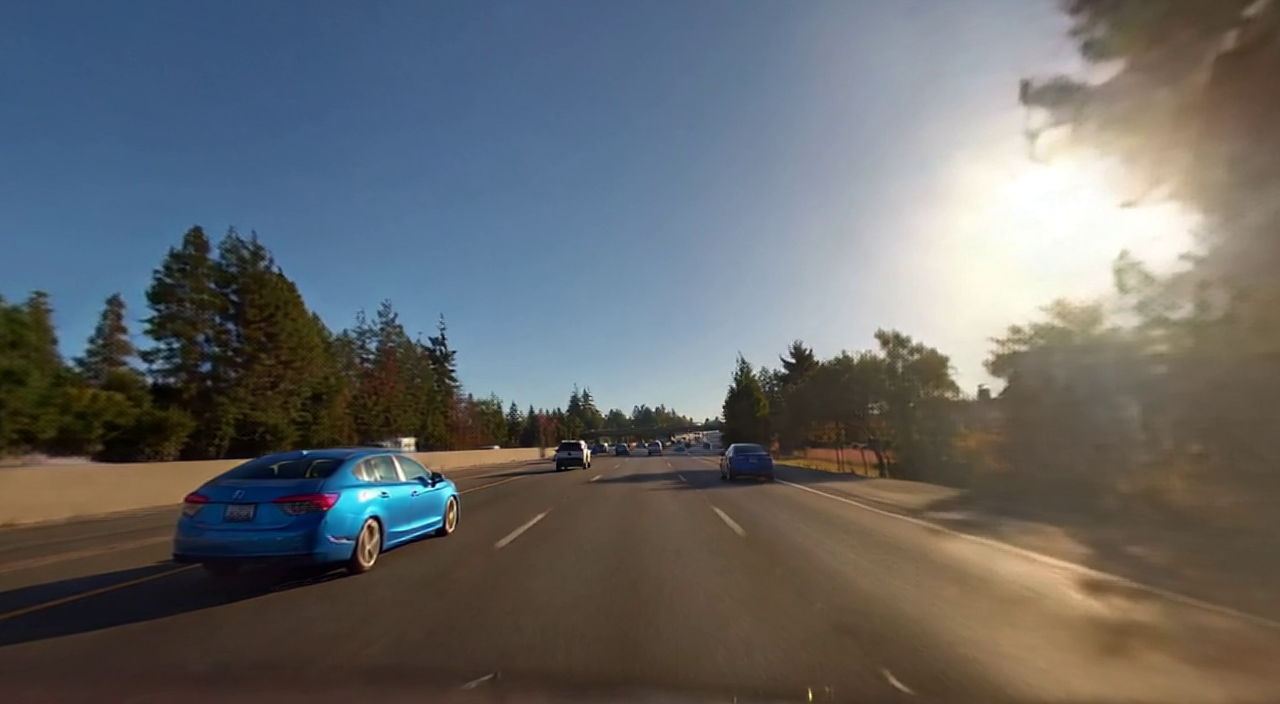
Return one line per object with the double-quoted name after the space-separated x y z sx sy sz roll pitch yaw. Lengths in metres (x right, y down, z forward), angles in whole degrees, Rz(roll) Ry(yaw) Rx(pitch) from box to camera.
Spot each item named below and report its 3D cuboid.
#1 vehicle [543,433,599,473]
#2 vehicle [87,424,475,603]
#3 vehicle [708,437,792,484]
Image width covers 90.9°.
-3.313 4.962 31.184 2.122 1.847 4.696 0 -8 2 "vehicle"
-3.604 1.681 7.565 1.948 1.475 4.461 0 -8 1 "vehicle"
3.746 3.800 22.335 2.100 1.472 4.533 0 -8 0 "vehicle"
